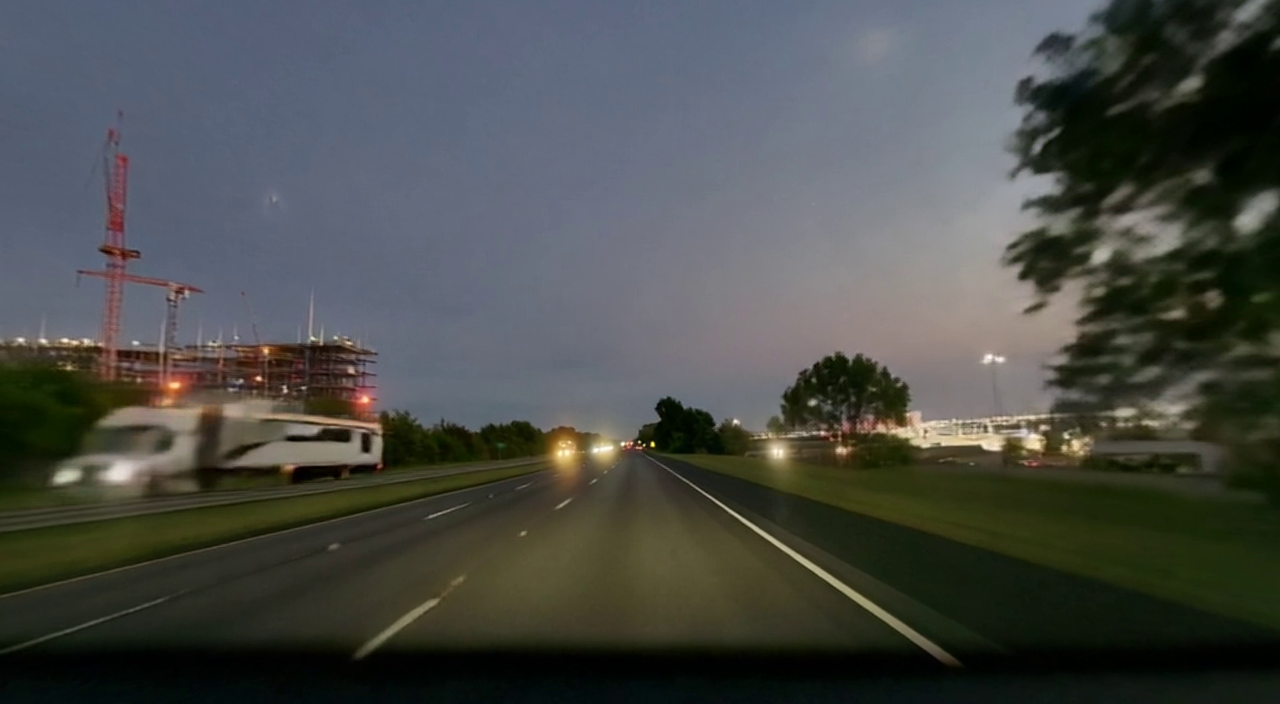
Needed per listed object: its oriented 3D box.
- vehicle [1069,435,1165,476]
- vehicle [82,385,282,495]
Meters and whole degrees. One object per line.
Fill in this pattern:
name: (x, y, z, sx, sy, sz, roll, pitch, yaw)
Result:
vehicle: (34.758, 7.586, 46.151, 4.454, 2.856, 3.037, -1, -9, 4)
vehicle: (-17.031, 3.391, 24.130, 3.004, 3.663, 5.895, 0, -9, 0)
